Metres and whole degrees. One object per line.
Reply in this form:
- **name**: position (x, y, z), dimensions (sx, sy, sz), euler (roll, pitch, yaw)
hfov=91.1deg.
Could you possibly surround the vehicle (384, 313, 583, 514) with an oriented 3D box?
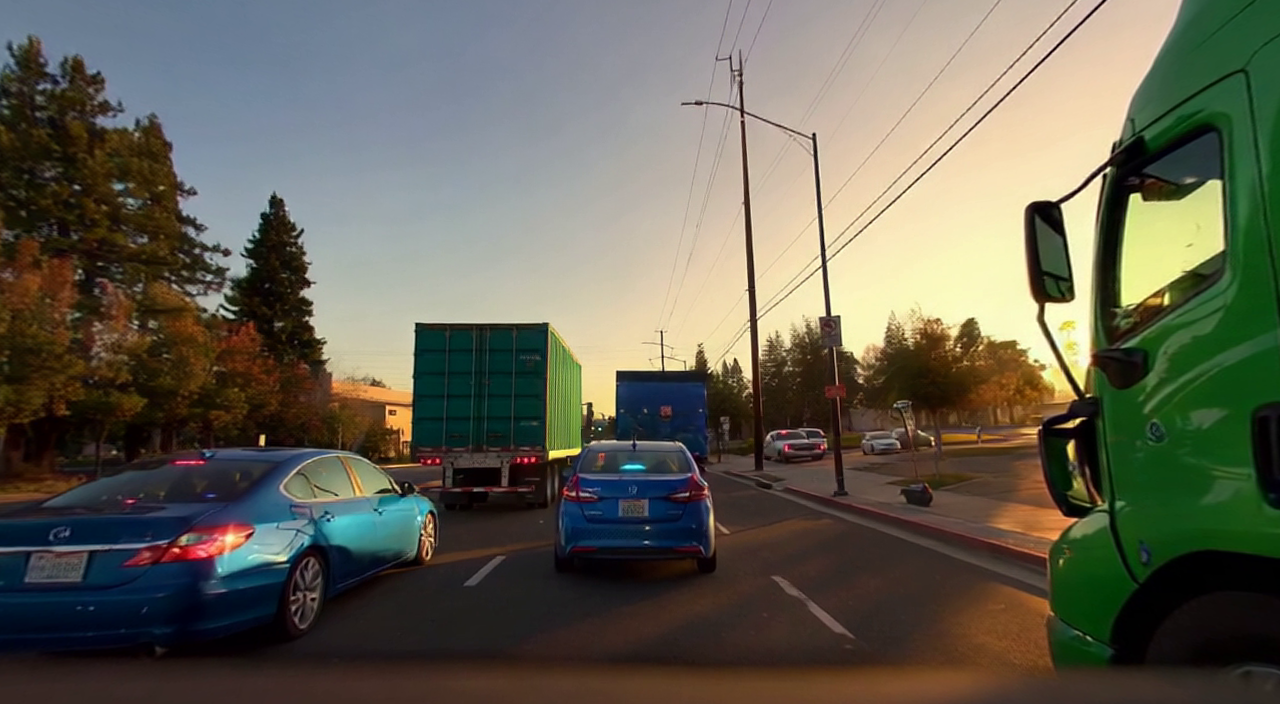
- **vehicle**: position (-3.254, 1.649, 15.469), dimensions (3.020, 3.800, 7.105), euler (0, -8, 0)

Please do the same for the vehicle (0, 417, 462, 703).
- **vehicle**: position (-3.089, 1.369, 5.159), dimensions (1.969, 1.471, 4.378), euler (0, -8, 0)

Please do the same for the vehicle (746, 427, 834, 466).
- **vehicle**: position (7.782, 4.982, 33.066), dimensions (2.061, 1.845, 4.829), euler (3, -9, -21)

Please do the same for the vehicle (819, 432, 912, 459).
- **vehicle**: position (12.767, 5.344, 35.796), dimensions (4.574, 1.478, 1.880), euler (0, -8, 3)

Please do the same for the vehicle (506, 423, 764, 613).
- **vehicle**: position (-0.087, 1.642, 7.177), dimensions (2.067, 1.506, 4.118), euler (0, -8, -1)
